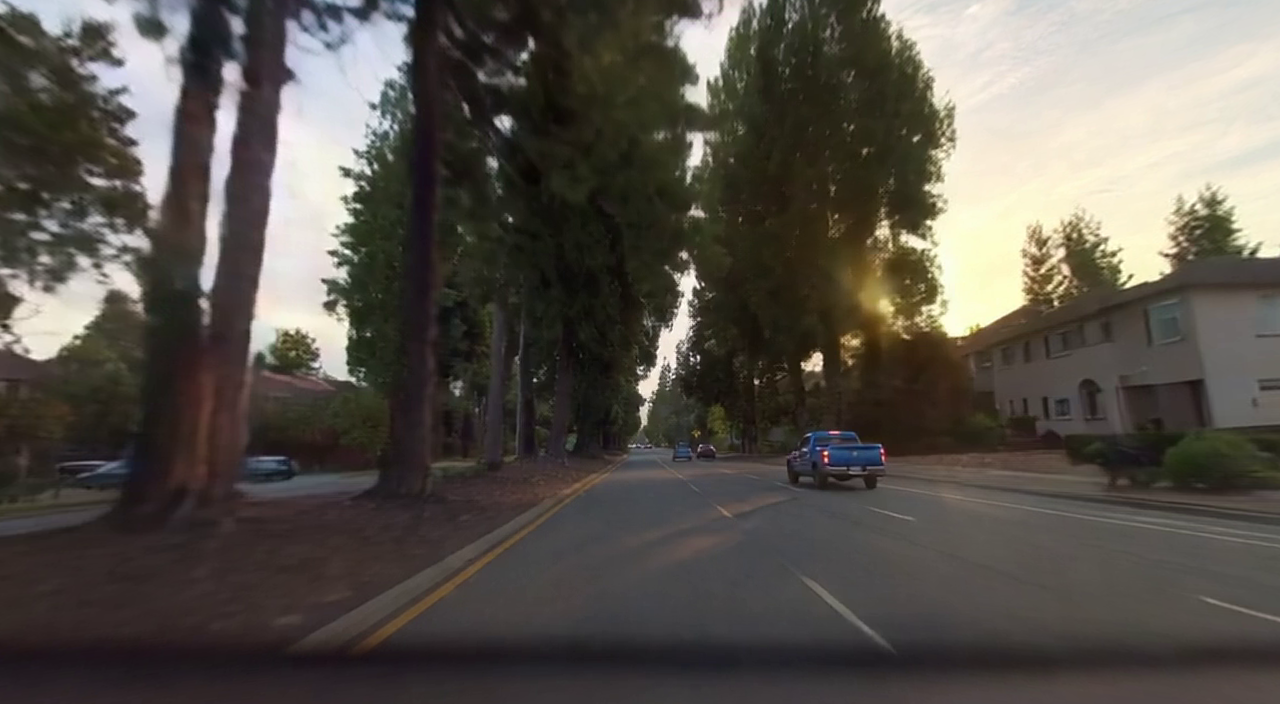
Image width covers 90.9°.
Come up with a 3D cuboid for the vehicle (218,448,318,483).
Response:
[{"bbox_3d":[-23.556,7.137,39.920,5.541,2.074,2.416,-4,-9,22],"label":"vehicle"}]

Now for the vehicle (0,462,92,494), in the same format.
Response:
[{"bbox_3d":[-36.429,7.698,38.538,4.128,1.570,1.995,-4,-8,5],"label":"vehicle"}]

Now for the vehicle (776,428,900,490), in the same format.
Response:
[{"bbox_3d":[6.326,3.509,21.039,2.262,1.769,5.666,0,-8,-1],"label":"vehicle"}]

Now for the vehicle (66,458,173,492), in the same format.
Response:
[{"bbox_3d":[-30.847,7.221,37.349,5.297,1.831,2.122,-3,-9,16],"label":"vehicle"}]
